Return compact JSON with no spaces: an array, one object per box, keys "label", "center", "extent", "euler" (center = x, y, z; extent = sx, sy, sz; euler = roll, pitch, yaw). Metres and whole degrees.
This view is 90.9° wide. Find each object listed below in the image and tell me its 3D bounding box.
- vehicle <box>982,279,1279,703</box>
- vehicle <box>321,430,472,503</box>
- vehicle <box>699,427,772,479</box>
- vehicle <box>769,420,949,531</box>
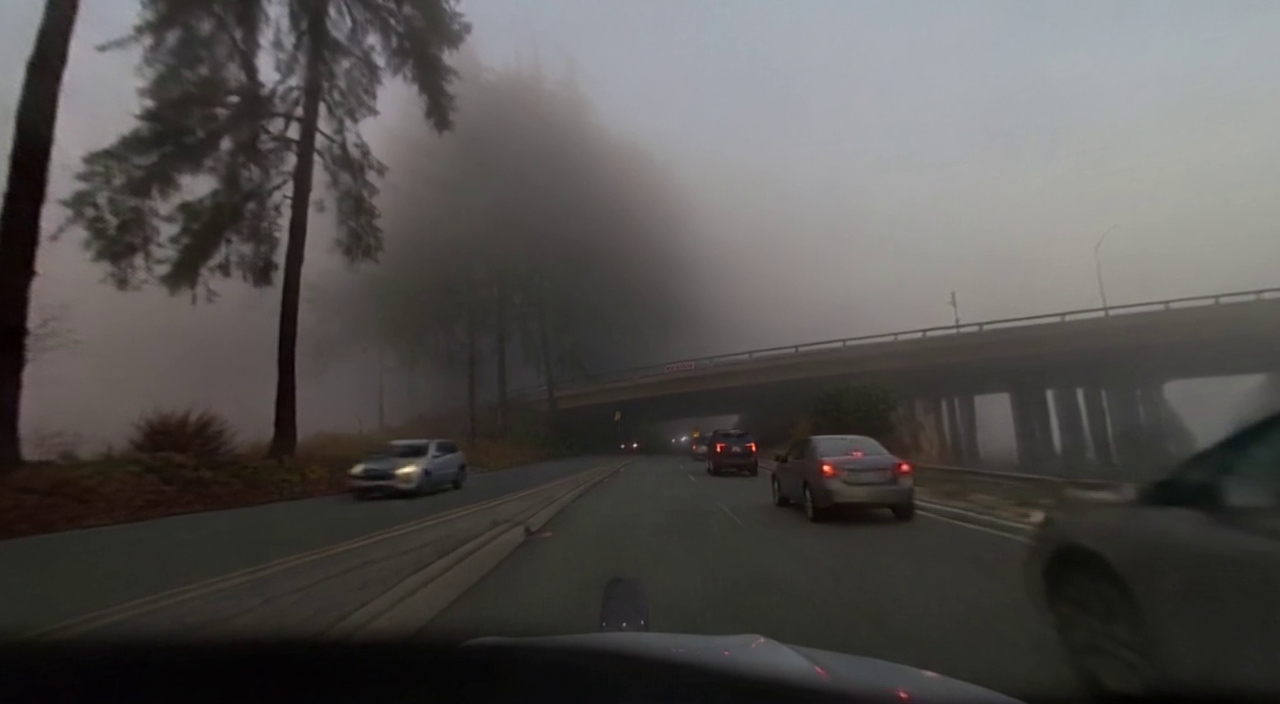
[{"label":"vehicle","center":[3.335,0.640,1.992],"extent":[1.985,1.895,4.496],"euler":[0,-8,1]},{"label":"vehicle","center":[-6.933,3.298,18.624],"extent":[2.089,1.860,4.704],"euler":[-1,-8,7]},{"label":"vehicle","center":[3.885,4.213,26.562],"extent":[2.273,1.944,4.866],"euler":[0,-8,0]},{"label":"vehicle","center":[3.844,2.244,12.002],"extent":[1.938,1.710,4.249],"euler":[0,-8,1]}]
